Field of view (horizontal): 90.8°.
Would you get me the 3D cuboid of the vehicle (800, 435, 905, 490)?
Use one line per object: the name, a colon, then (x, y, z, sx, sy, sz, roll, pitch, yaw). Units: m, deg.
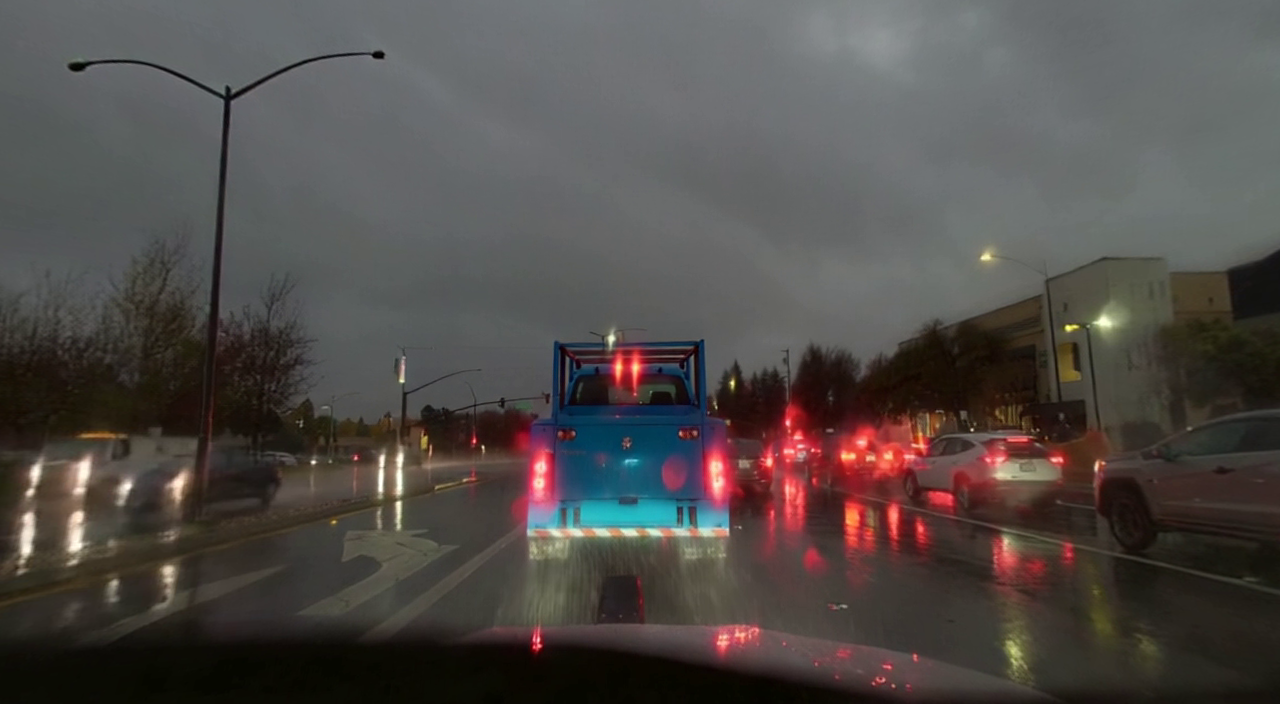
vehicle: (7.075, 3.731, 21.596, 1.953, 1.665, 4.327, 0, -9, -2)

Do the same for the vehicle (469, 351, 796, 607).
vehicle: (-0.113, 1.460, 8.151, 2.682, 2.117, 5.706, 0, -9, -1)

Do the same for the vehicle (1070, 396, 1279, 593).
vehicle: (6.822, 1.358, 6.167, 2.023, 1.771, 4.488, 0, -9, 0)

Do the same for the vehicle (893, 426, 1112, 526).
vehicle: (7.069, 2.439, 12.974, 1.931, 1.692, 4.267, 0, -9, 0)

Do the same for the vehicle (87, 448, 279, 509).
vehicle: (-12.461, 3.442, 17.706, 1.983, 1.449, 4.501, 0, -9, 0)

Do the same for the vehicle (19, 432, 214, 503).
vehicle: (-19.080, 4.214, 23.531, 2.700, 2.296, 5.270, 0, -9, -1)
